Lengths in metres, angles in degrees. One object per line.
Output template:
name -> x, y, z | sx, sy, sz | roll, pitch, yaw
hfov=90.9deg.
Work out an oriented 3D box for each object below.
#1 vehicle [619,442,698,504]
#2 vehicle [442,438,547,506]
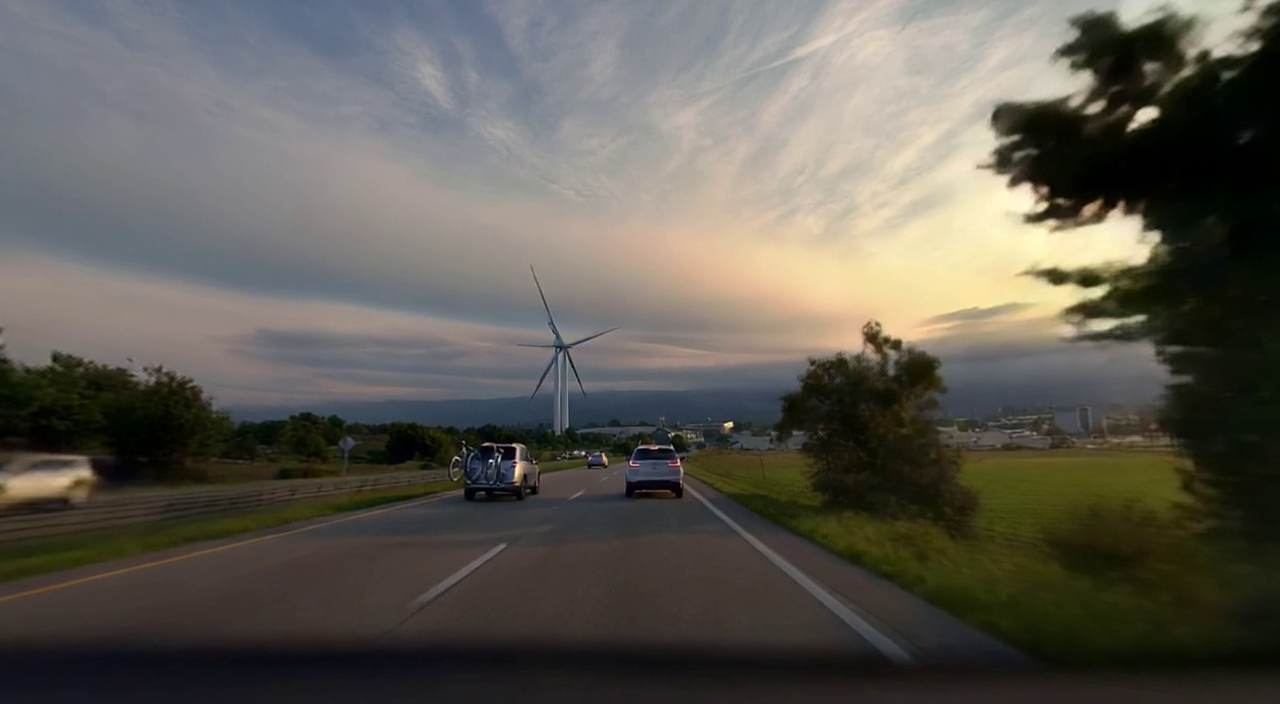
vehicle -> 0.466, 3.495, 18.558 | 2.063, 1.582, 3.955 | 0, -9, -1
vehicle -> -3.955, 3.345, 17.891 | 1.962, 1.681, 4.033 | 0, -9, 1
